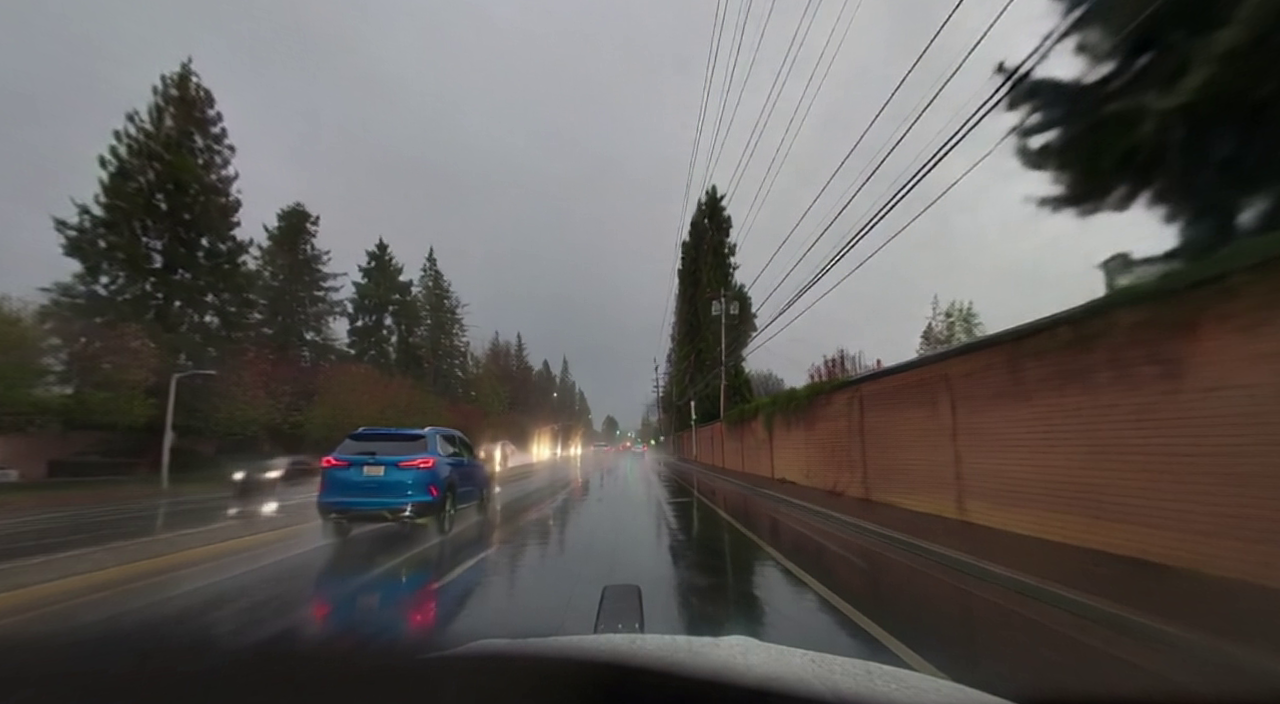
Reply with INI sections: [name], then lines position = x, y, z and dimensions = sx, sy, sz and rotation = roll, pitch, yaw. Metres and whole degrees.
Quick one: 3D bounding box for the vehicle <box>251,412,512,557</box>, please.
[vehicle]
position = -3.602, 1.934, 9.965
dimensions = 2.147, 1.730, 4.555
rotation = 0, -8, 0
